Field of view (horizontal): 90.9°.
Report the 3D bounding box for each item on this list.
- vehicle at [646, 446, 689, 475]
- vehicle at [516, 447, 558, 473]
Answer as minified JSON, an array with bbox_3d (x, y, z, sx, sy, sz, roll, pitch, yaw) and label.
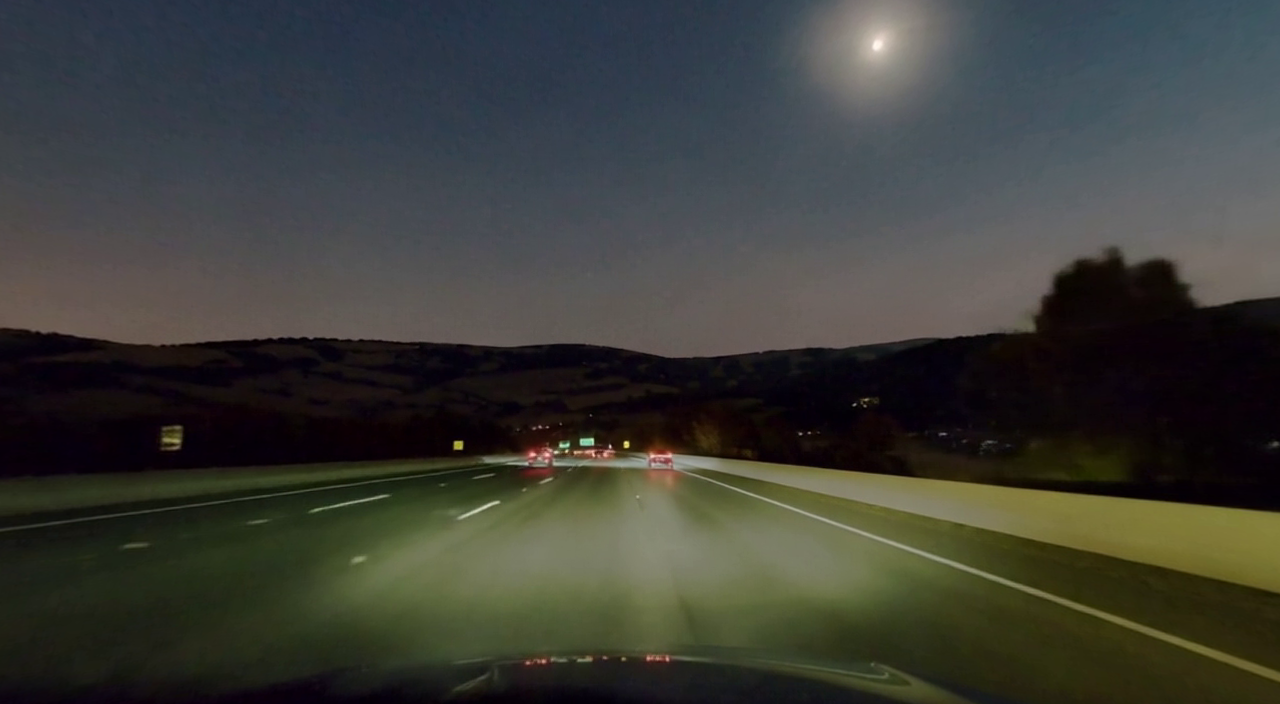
[{"bbox_3d":[1.466,6.030,35.176,2.019,1.475,4.301,0,-9,-2],"label":"vehicle"},{"bbox_3d":[-6.127,6.461,37.972,1.955,1.468,3.637,0,-9,-1],"label":"vehicle"}]
